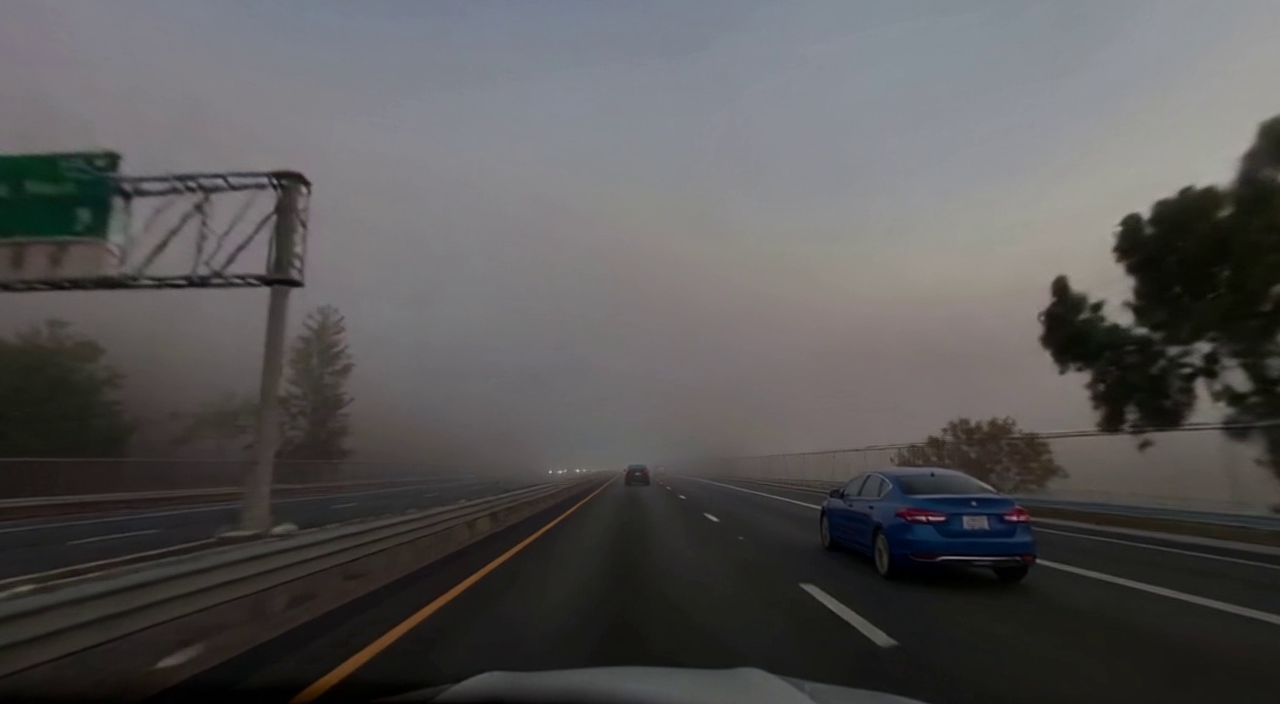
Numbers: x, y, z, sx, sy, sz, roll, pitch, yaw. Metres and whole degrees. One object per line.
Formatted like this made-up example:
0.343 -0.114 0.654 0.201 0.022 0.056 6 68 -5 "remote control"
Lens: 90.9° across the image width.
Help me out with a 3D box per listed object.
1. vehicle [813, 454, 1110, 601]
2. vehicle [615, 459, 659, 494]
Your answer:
3.967 2.239 8.744 1.938 1.494 4.032 1 -11 -1 "vehicle"
-0.138 6.205 31.517 2.037 1.605 3.833 1 -11 0 "vehicle"
